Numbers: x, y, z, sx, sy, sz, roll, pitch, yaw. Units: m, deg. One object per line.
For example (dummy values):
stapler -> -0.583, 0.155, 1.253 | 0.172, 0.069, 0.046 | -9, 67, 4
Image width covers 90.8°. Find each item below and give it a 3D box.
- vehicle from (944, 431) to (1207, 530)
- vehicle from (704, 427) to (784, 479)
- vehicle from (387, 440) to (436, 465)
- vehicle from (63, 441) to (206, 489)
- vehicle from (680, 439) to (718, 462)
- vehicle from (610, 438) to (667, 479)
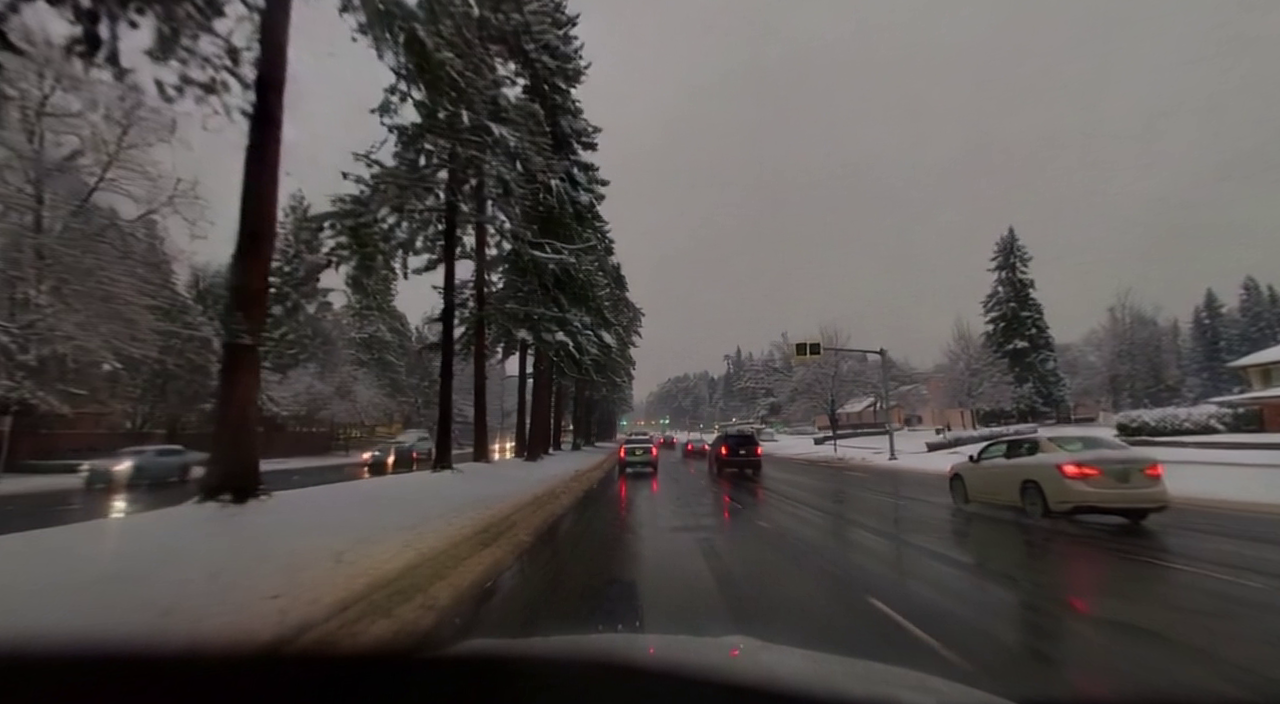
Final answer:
vehicle -> 7.707, 2.286, 11.814 | 1.949, 1.492, 4.103 | 0, -9, 0
vehicle -> 3.960, 3.957, 24.932 | 2.209, 1.813, 4.724 | 0, -9, -2
vehicle -> -15.823, 6.956, 43.877 | 1.889, 1.622, 3.975 | 0, -9, 0
vehicle -> -19.691, 4.405, 24.944 | 1.923, 1.703, 4.469 | 0, -9, 0
vehicle -> 3.963, 6.688, 43.097 | 2.064, 1.474, 4.389 | 0, -9, -1
vehicle -> -0.064, 3.997, 23.922 | 1.988, 1.418, 4.214 | 0, -9, 0
